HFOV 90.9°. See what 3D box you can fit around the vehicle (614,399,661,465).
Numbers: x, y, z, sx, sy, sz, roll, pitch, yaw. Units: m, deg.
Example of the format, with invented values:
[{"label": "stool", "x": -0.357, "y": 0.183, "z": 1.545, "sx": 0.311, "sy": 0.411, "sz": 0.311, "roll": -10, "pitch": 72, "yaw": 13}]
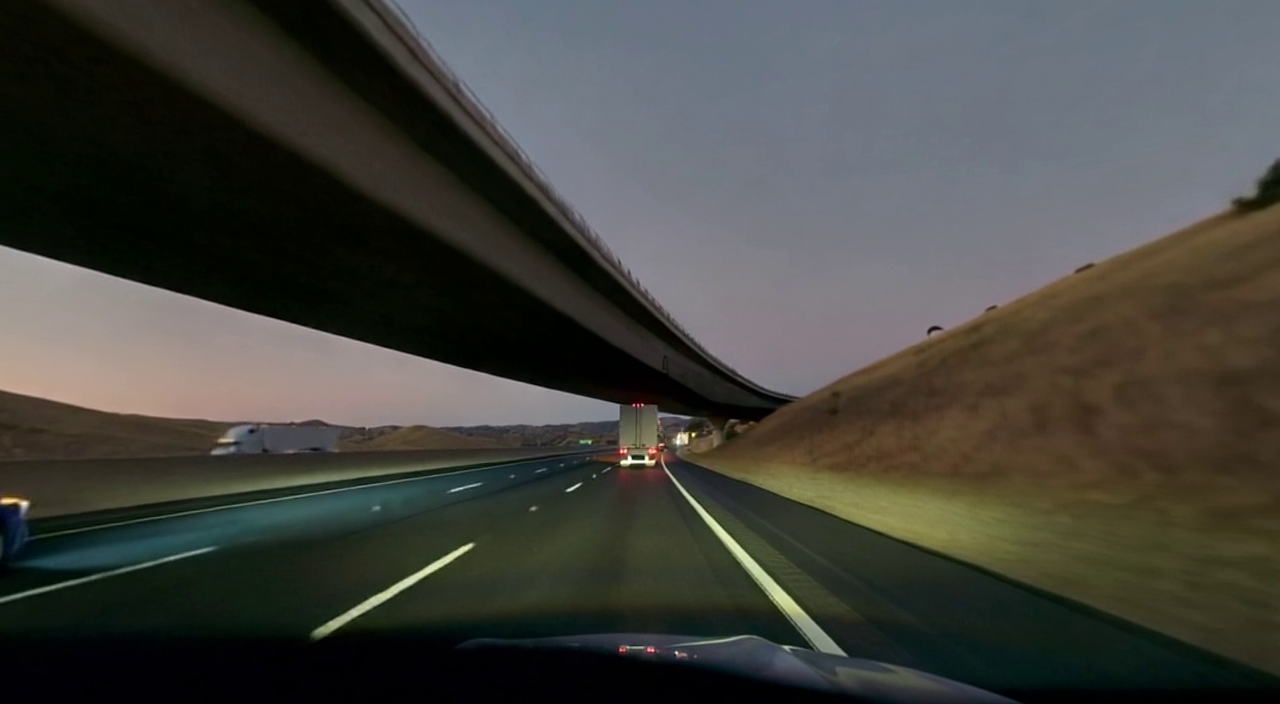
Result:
[{"label": "vehicle", "x": -0.140, "y": 5.742, "z": 44.324, "sx": 2.866, "sy": 4.014, "sz": 11.261, "roll": 0, "pitch": -9, "yaw": 0}]
